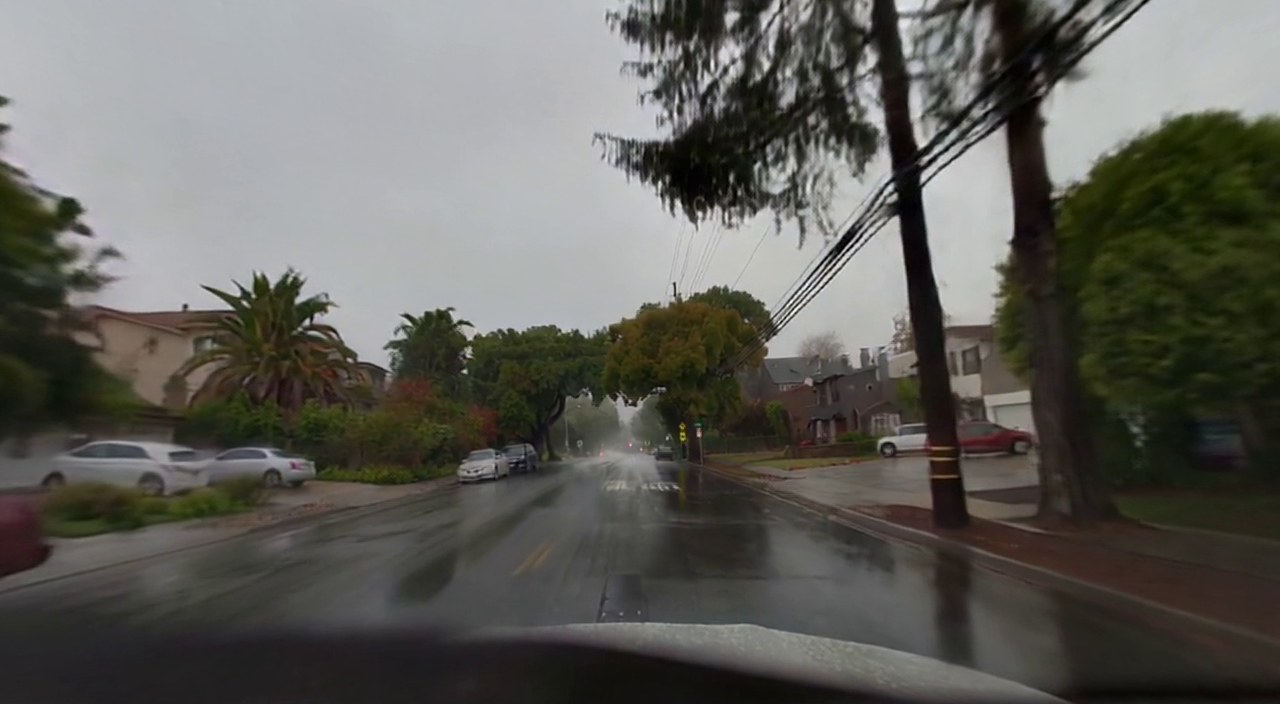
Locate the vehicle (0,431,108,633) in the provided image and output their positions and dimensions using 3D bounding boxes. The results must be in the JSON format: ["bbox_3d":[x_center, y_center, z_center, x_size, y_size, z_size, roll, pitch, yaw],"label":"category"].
[{"bbox_3d":[-6.722,1.384,4.020,2.162,1.757,5.201,-2,-9,0],"label":"vehicle"}]

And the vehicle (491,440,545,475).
[{"bbox_3d":[-7.090,6.197,37.207,2.135,1.787,4.452,-4,-9,1],"label":"vehicle"}]

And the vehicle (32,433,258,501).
[{"bbox_3d":[-14.295,3.331,18.566,4.543,1.824,2.379,0,-9,-3],"label":"vehicle"}]

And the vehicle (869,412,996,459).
[{"bbox_3d":[13.748,3.963,29.817,4.836,1.789,2.229,-11,-11,39],"label":"vehicle"}]

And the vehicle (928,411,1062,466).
[{"bbox_3d":[13.535,3.326,24.208,4.145,1.767,1.880,-9,-10,30],"label":"vehicle"}]

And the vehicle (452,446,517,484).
[{"bbox_3d":[-7.107,5.196,29.287,2.041,1.587,3.920,-2,-9,0],"label":"vehicle"}]
